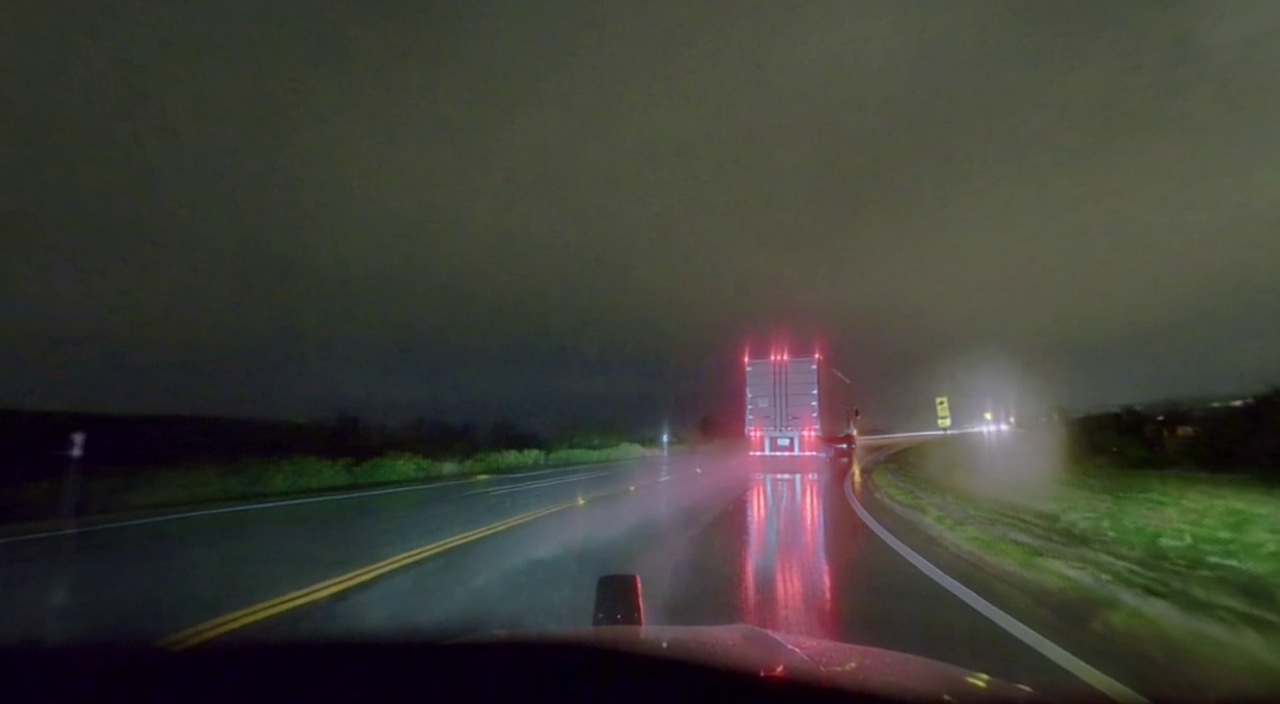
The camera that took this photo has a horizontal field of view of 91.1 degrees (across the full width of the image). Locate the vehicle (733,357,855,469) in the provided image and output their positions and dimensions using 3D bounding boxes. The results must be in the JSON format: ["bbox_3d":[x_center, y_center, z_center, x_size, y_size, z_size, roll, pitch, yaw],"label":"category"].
[{"bbox_3d":[6.800,2.724,26.192,2.837,3.712,10.484,-4,-8,24],"label":"vehicle"}]
